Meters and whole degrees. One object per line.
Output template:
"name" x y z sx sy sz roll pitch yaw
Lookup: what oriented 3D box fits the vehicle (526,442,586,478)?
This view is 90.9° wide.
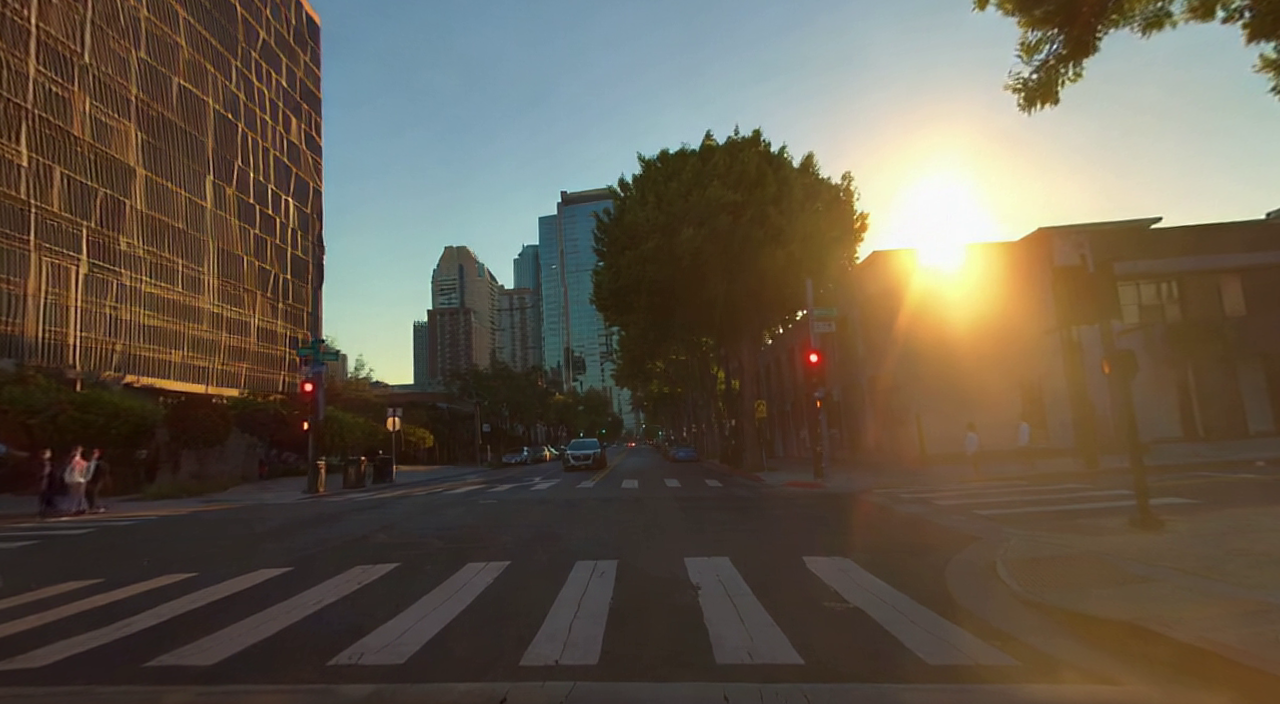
"vehicle" -3.671 4.818 28.472 1.989 1.481 4.500 0 -8 1

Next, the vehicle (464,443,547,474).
"vehicle" -8.037 6.375 38.003 1.963 1.726 4.526 -8 -12 44

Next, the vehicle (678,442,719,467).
"vehicle" 3.538 6.281 38.861 1.853 1.426 4.160 1 -8 -3
